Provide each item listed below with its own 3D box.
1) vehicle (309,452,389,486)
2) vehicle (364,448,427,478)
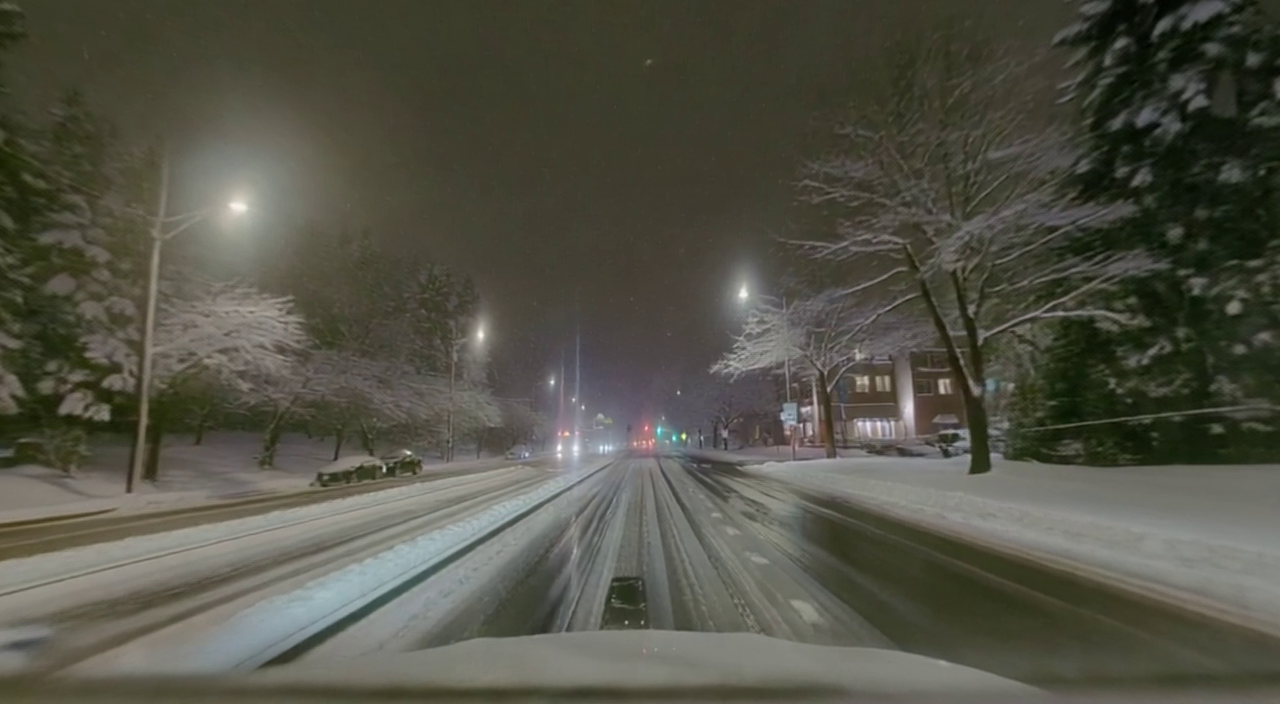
[{"bbox_3d":[-13.988,5.628,30.579,1.835,1.434,4.325,0,-8,0],"label":"vehicle"},{"bbox_3d":[-13.908,6.315,36.096,1.816,1.567,3.957,-1,-8,3],"label":"vehicle"}]
